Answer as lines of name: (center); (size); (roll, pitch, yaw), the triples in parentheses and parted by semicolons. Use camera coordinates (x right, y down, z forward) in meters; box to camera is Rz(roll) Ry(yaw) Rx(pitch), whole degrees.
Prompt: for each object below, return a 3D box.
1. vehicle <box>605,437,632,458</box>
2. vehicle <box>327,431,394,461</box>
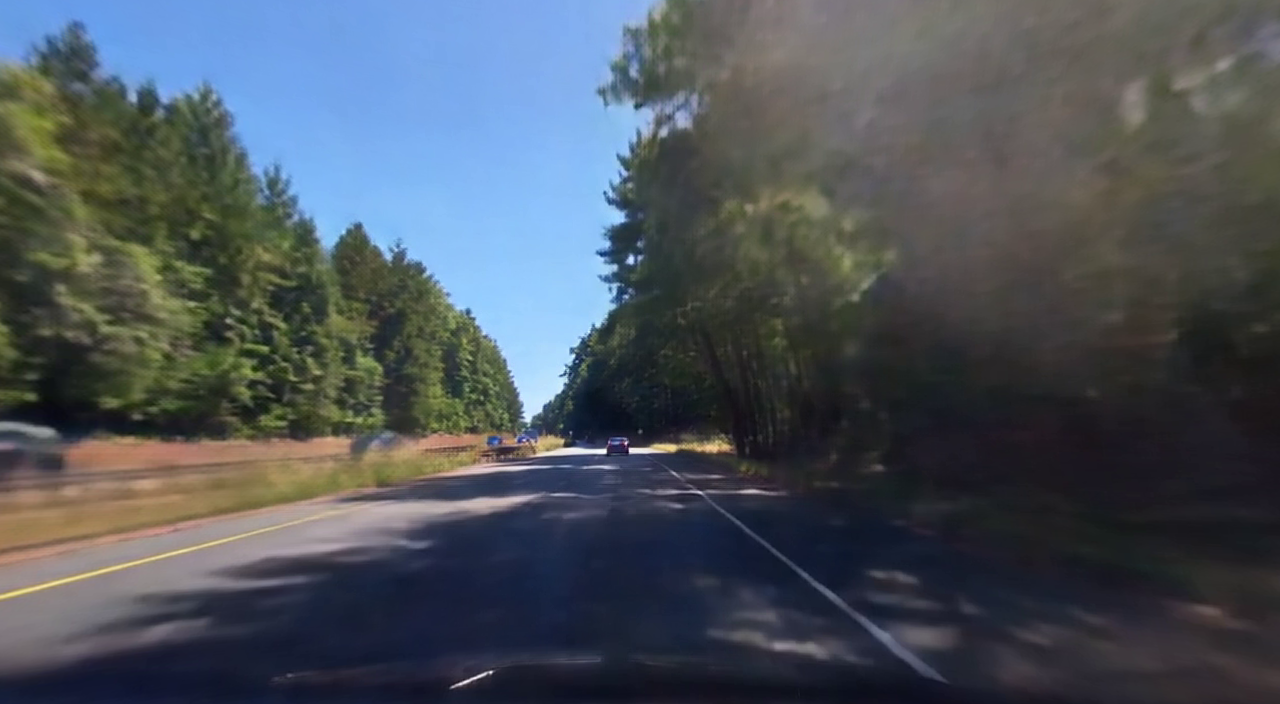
vehicle: (-1.703, 7.496, 49.630); (2.004, 1.515, 3.968); (0, -8, -3)
vehicle: (-16.068, 5.425, 36.408); (1.890, 1.588, 4.437); (0, -8, -1)
